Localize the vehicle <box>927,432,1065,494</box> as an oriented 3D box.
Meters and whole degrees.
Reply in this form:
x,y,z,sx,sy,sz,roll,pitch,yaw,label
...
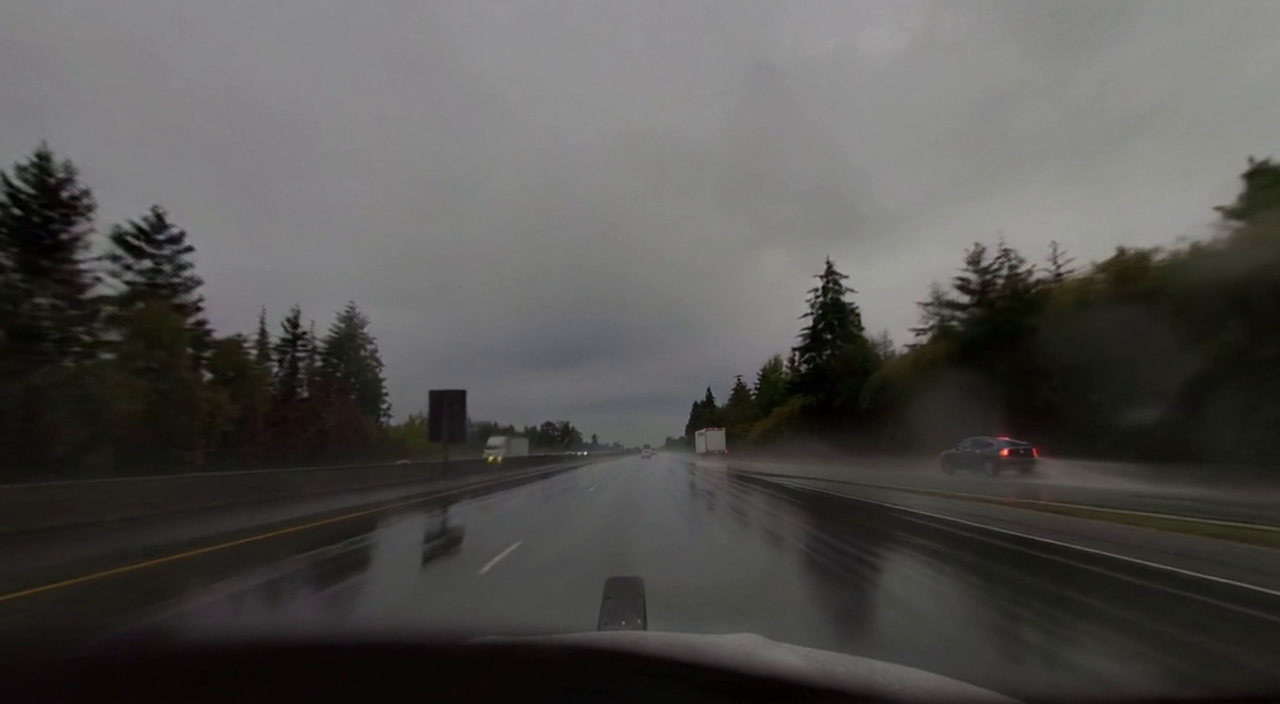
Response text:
x,y,z,sx,sy,sz,roll,pitch,yaw,label
11.455,3.579,20.623,2.038,1.823,3.744,1,-9,-5,vehicle
